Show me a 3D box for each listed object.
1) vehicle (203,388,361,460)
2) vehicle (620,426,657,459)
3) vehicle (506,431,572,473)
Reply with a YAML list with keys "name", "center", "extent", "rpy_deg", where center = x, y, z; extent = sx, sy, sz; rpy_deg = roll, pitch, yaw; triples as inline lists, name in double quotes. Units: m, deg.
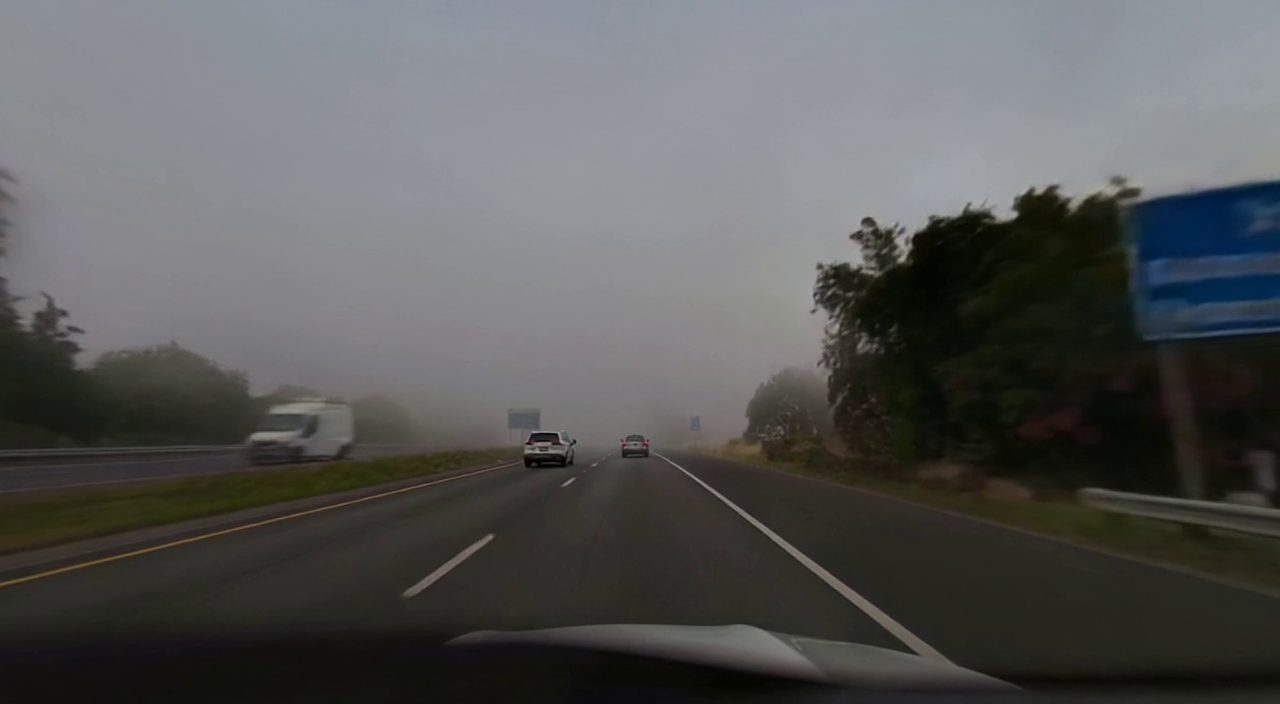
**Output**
- name: "vehicle"
  center: [-13.042, 2.766, 23.598]
  extent: [2.474, 2.352, 5.794]
  rpy_deg: [0, -8, 0]
- name: "vehicle"
  center: [-0.106, 5.729, 40.044]
  extent: [2.223, 1.957, 4.416]
  rpy_deg: [0, -8, -1]
- name: "vehicle"
  center: [-4.077, 4.094, 26.106]
  extent: [2.062, 1.567, 4.117]
  rpy_deg: [0, -8, 0]
